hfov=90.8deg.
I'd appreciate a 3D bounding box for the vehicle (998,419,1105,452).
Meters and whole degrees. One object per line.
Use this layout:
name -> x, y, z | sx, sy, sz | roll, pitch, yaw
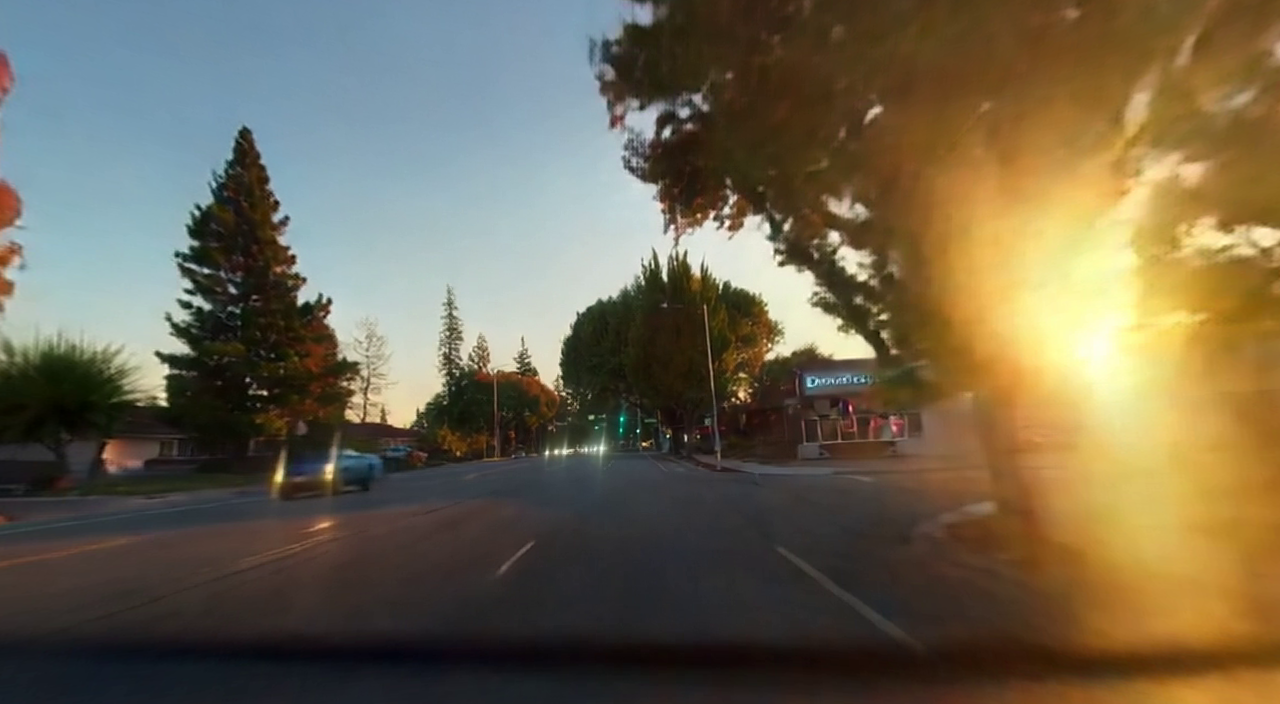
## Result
vehicle -> 21.730, 4.499, 33.688 | 2.028, 1.584, 4.971 | 1, -9, -5
